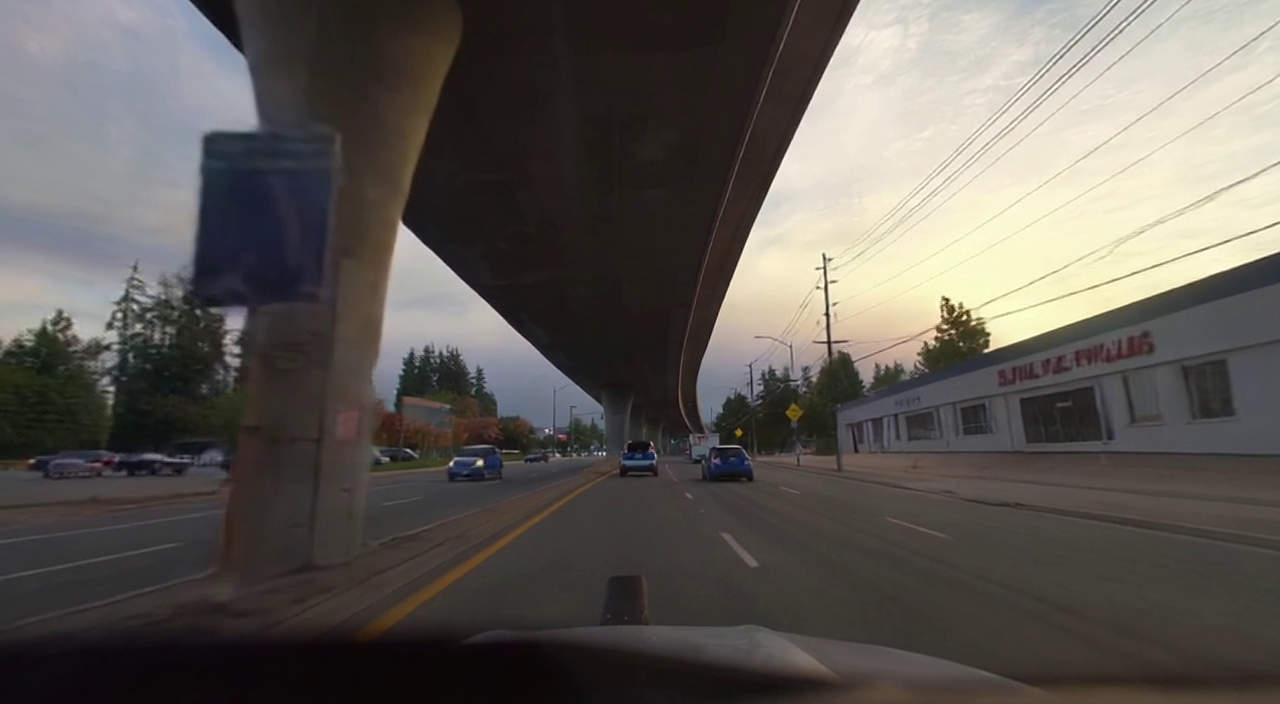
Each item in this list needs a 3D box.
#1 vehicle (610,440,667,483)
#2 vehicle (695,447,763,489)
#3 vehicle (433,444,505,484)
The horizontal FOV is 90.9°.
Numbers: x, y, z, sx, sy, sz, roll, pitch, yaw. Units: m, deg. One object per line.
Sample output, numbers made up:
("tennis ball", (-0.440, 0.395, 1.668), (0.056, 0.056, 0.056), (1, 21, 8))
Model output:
("vehicle", (-0.017, 5.001, 28.952), (2.441, 1.813, 4.581), (0, -9, 1))
("vehicle", (3.384, 4.509, 24.800), (1.954, 1.479, 4.557), (0, -9, -1))
("vehicle", (-8.353, 5.502, 31.284), (2.137, 1.811, 4.549), (-1, -9, 2))
